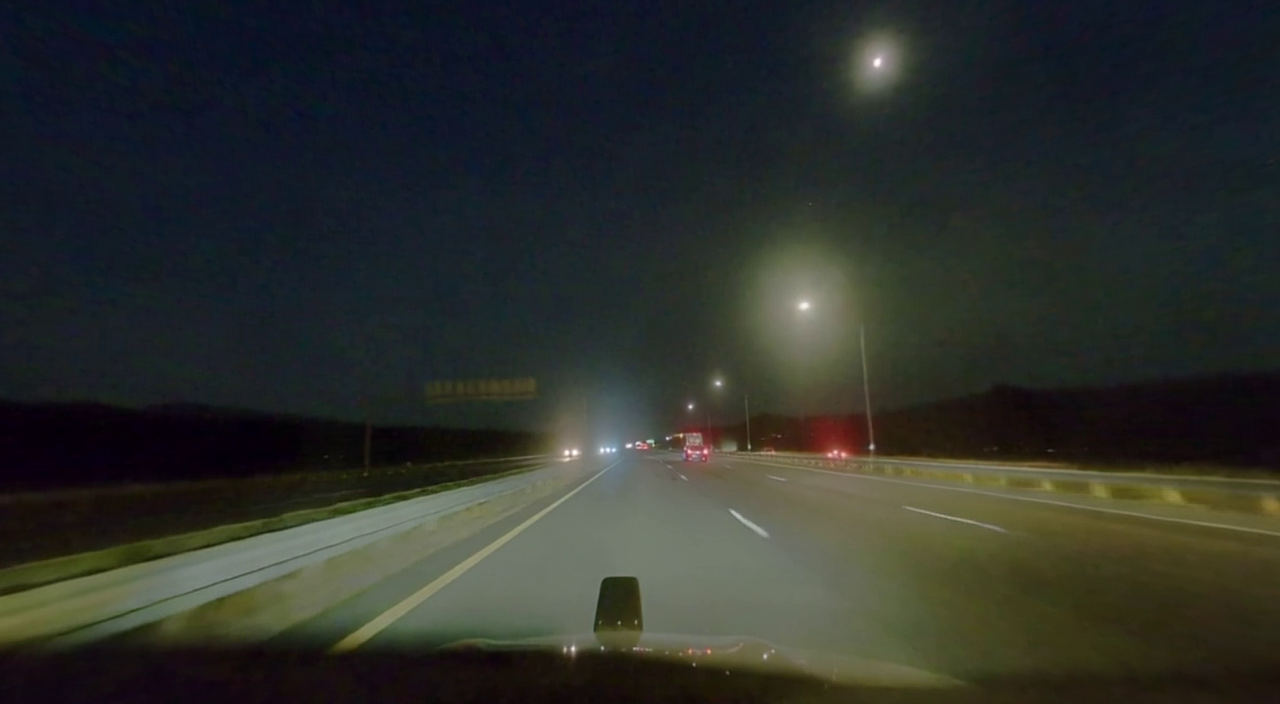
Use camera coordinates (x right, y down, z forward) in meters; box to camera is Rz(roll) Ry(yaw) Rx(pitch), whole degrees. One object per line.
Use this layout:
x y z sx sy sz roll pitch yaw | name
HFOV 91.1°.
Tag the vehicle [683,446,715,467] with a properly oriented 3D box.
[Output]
4.178 7.461 45.118 1.923 1.408 3.835 0 -9 -1 | vehicle
